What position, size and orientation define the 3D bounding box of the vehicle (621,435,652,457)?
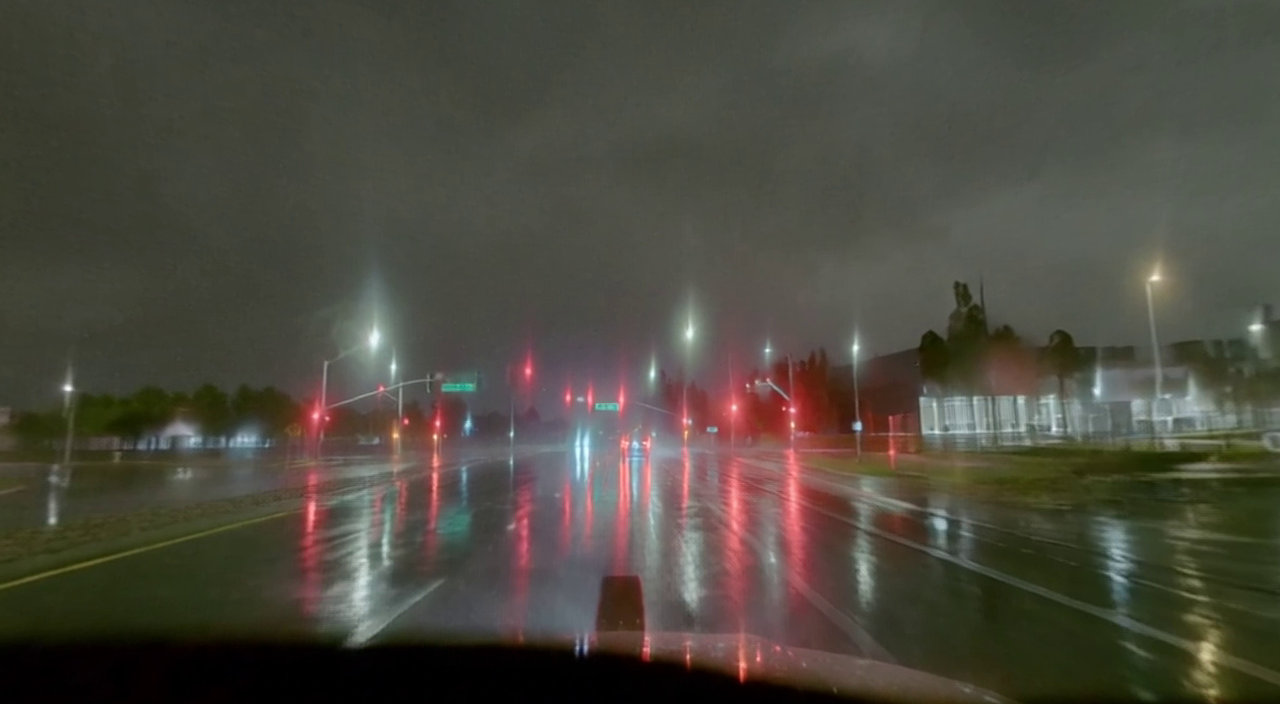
[{"bbox_3d":[-0.255,6.695,45.156,2.107,1.470,3.974,0,-8,-1],"label":"vehicle"}]
